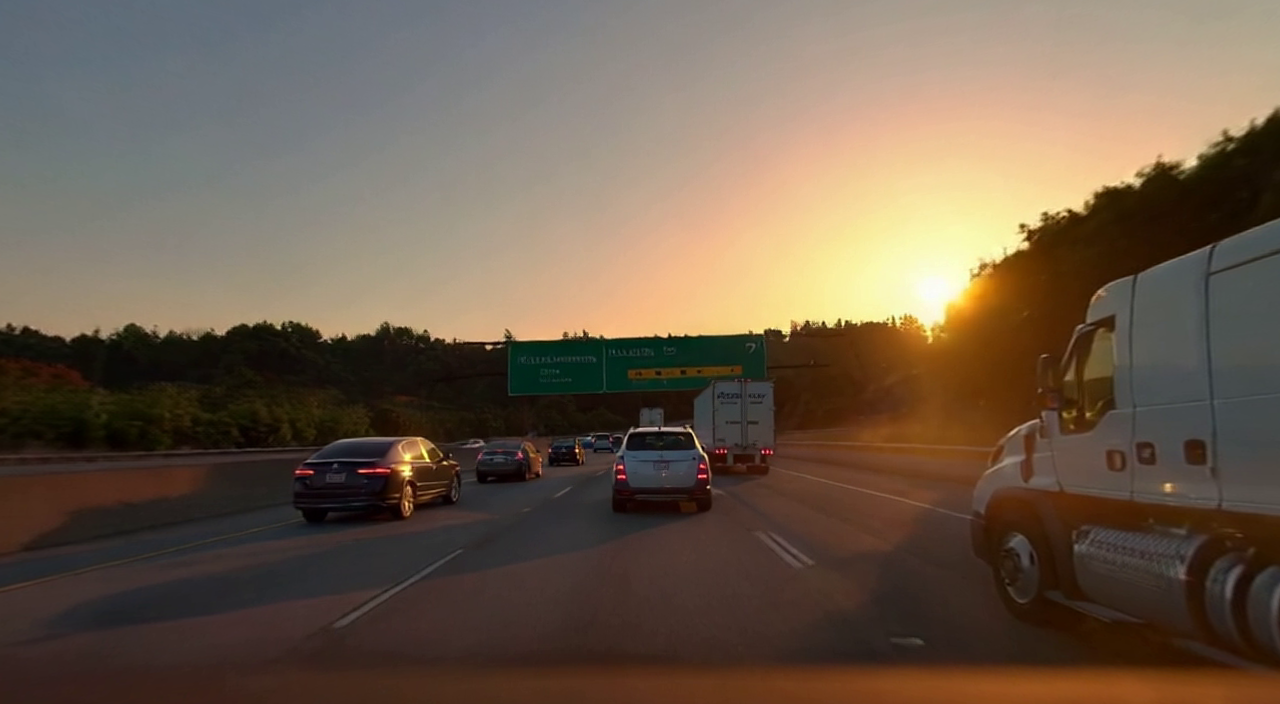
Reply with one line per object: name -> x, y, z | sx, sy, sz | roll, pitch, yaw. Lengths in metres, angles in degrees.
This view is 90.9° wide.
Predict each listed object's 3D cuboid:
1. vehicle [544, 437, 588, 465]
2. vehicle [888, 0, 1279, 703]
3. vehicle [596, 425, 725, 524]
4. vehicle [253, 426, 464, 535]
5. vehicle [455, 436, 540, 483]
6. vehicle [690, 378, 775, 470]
vehicle -> -4.218, 5.662, 36.480 | 1.887, 1.493, 4.411 | 0, -8, 2
vehicle -> 4.018, -0.107, 3.213 | 2.982, 3.860, 6.011 | 0, -8, 0
vehicle -> 0.324, 2.134, 11.550 | 1.973, 1.505, 3.568 | 0, -8, 0
vehicle -> -4.475, 2.048, 10.729 | 1.821, 1.514, 3.677 | 0, -8, 1
vehicle -> -4.769, 3.622, 21.649 | 1.880, 1.458, 3.978 | 0, -8, 1
vehicle -> 4.682, 4.143, 35.270 | 2.892, 4.101, 14.252 | 0, -8, 1
